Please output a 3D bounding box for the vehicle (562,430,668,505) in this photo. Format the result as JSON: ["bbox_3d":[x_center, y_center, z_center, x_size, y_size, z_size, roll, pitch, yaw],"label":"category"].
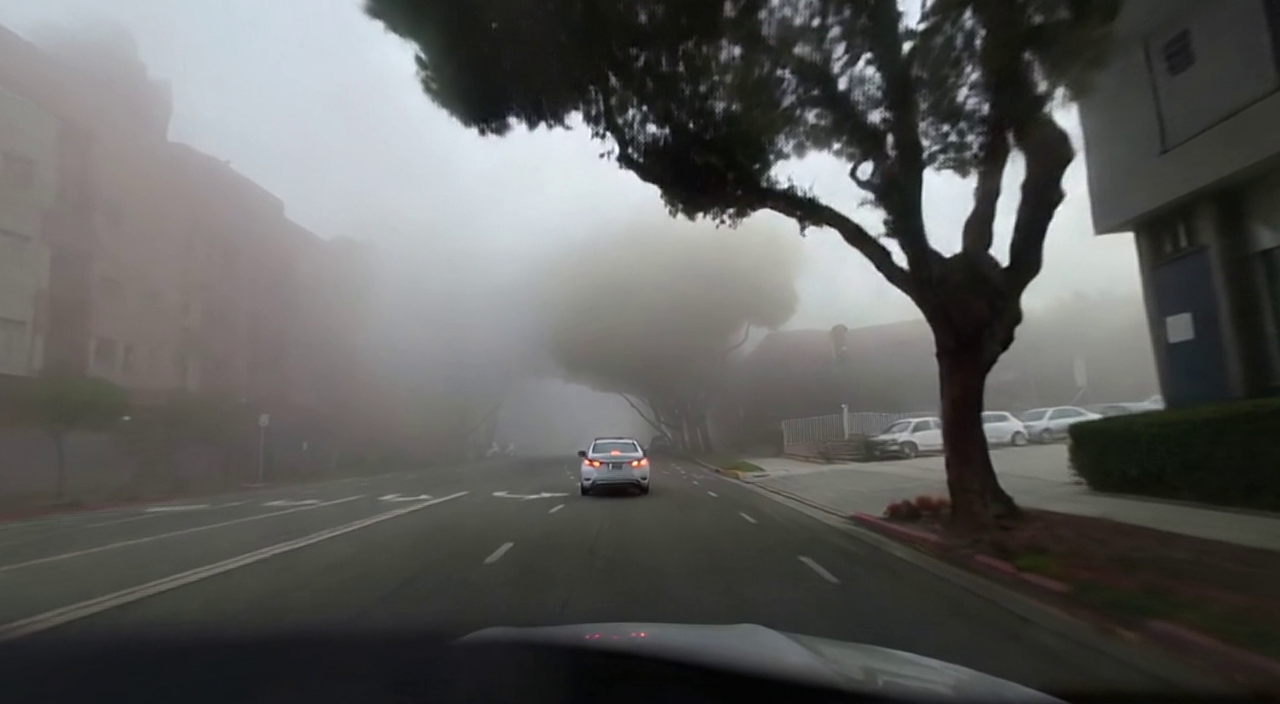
[{"bbox_3d":[-0.606,2.651,14.959,2.116,1.479,4.358,0,-8,-3],"label":"vehicle"}]
